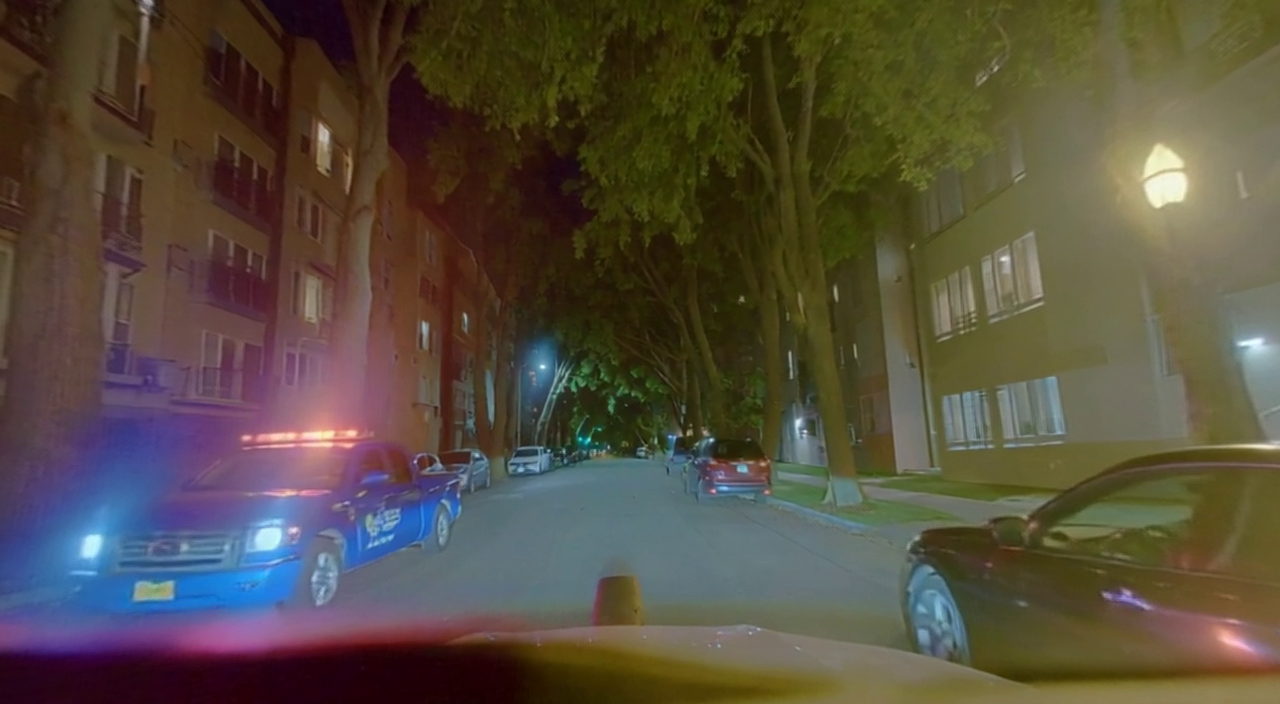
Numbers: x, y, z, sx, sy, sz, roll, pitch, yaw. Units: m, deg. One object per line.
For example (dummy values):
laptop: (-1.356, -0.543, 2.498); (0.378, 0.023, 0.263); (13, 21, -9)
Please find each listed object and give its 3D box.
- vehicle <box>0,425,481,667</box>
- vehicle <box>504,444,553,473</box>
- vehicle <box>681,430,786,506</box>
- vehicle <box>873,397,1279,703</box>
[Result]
vehicle: (-3.228, 1.564, 6.312); (1.966, 1.515, 4.394); (0, -8, 2)
vehicle: (-6.350, 6.087, 36.438); (1.959, 1.490, 4.361); (0, -7, 1)
vehicle: (2.207, 2.875, 16.108); (1.878, 1.664, 4.033); (0, -8, -3)
vehicle: (2.613, 0.896, 1.865); (1.845, 1.479, 4.727); (0, -8, -3)
